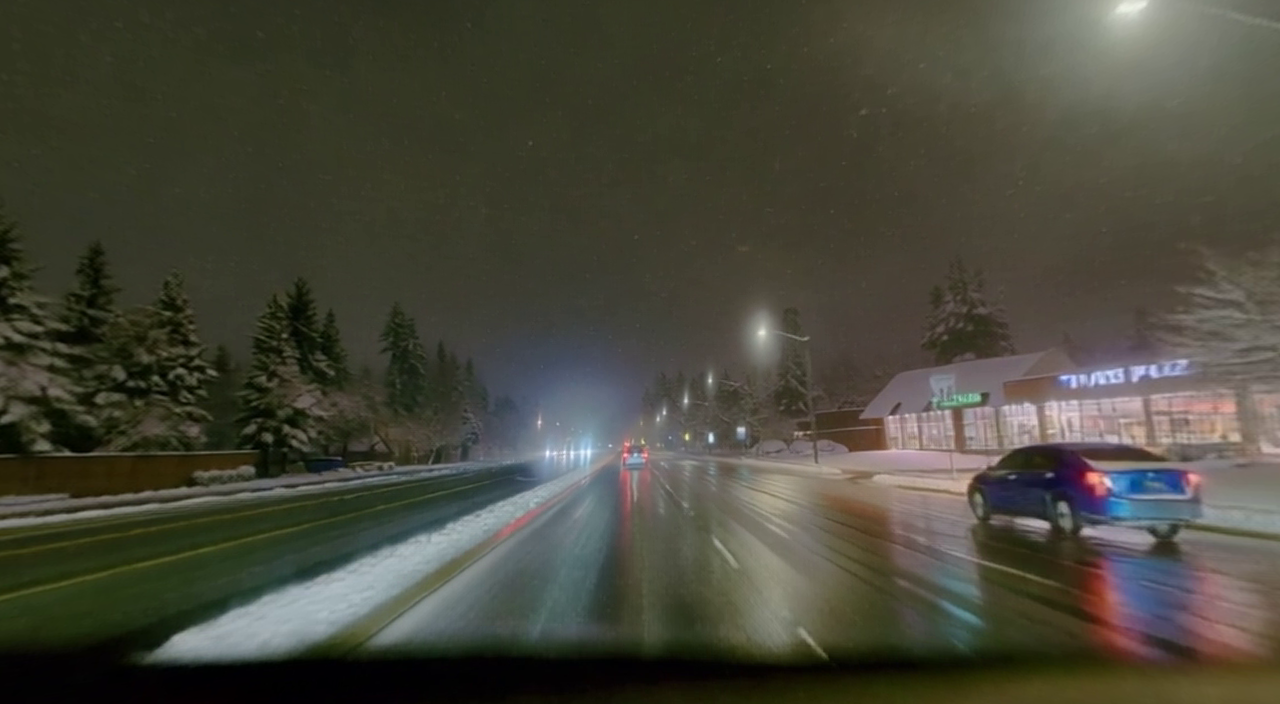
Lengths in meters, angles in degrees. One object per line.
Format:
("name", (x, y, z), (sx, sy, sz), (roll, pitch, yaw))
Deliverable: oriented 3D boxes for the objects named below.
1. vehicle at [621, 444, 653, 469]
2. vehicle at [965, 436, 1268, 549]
("vehicle", (-0.207, 6.829, 41.505), (2.027, 1.494, 3.942), (0, -8, -1))
("vehicle", (7.332, 2.147, 10.408), (1.849, 1.464, 4.119), (0, -8, 2))
